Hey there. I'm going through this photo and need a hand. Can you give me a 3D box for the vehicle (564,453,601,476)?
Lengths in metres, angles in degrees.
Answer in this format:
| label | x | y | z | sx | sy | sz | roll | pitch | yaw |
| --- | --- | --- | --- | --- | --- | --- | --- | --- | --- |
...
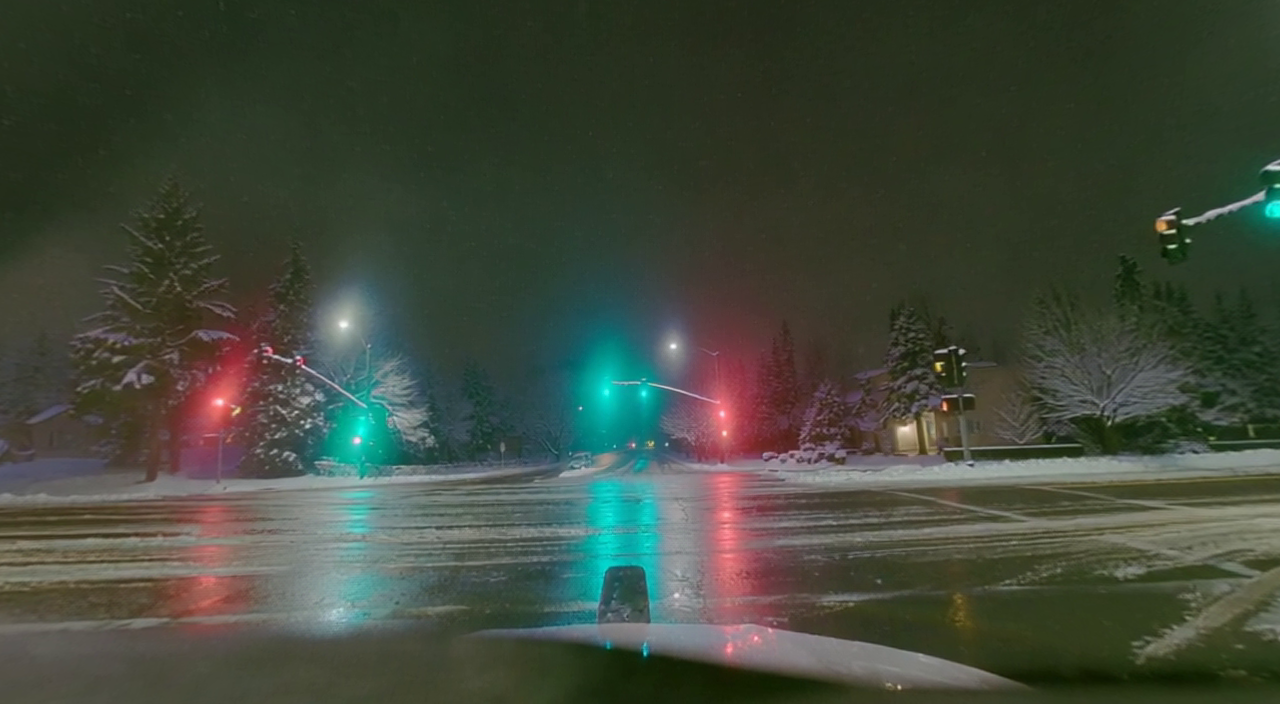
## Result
| label | x | y | z | sx | sy | sz | roll | pitch | yaw |
| --- | --- | --- | --- | --- | --- | --- | --- | --- | --- |
| vehicle | -4.476 | 8.849 | 49.835 | 2.030 | 1.704 | 4.205 | -1 | -8 | 7 |
